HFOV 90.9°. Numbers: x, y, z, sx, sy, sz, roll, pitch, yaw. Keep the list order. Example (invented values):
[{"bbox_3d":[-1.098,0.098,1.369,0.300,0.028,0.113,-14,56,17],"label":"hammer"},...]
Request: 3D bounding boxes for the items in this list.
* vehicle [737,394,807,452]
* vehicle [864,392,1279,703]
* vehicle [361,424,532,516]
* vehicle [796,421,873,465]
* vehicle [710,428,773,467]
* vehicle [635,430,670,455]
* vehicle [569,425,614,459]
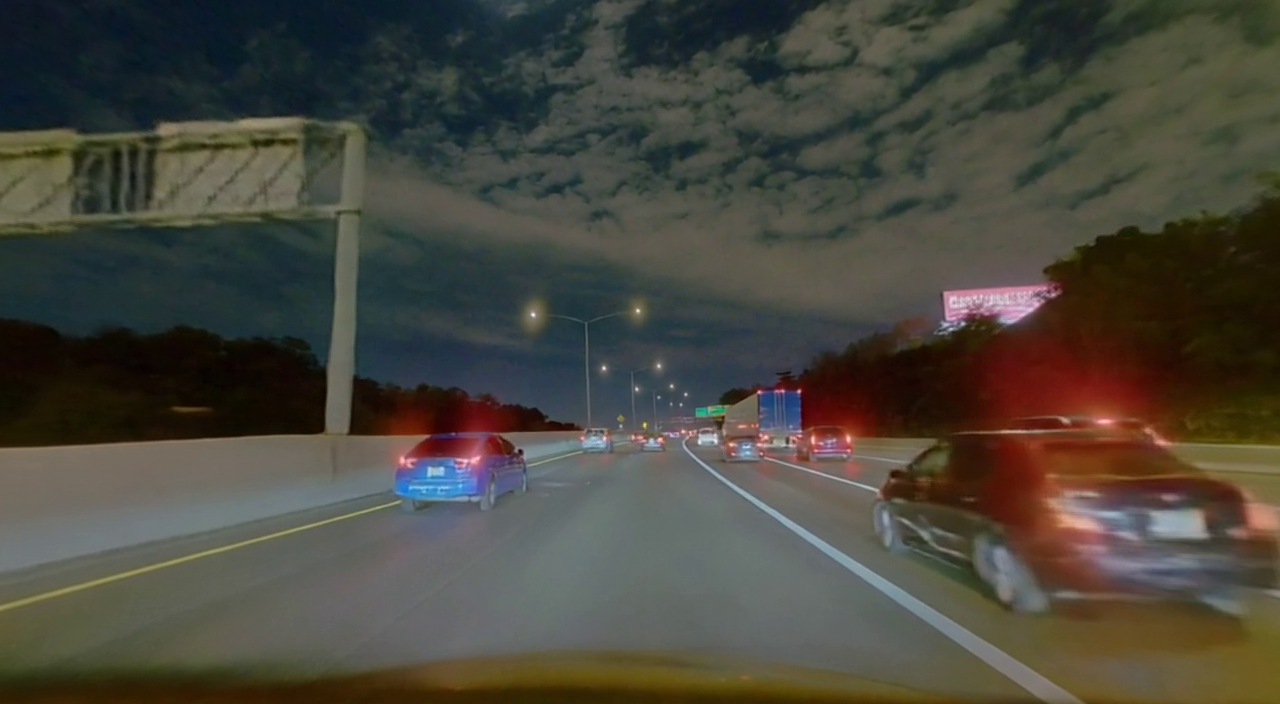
[{"bbox_3d":[9.673,5.627,48.224,3.007,3.725,13.835,-1,-8,3],"label":"vehicle"},{"bbox_3d":[3.461,1.217,4.915,1.933,1.492,4.125,-1,-8,1],"label":"vehicle"},{"bbox_3d":[-3.542,2.243,12.531,1.914,1.476,4.416,-1,-8,1],"label":"vehicle"},{"bbox_3d":[8.553,4.078,28.196,2.072,1.761,4.461,-1,-8,1],"label":"vehicle"},{"bbox_3d":[4.241,4.069,27.002,1.933,1.503,4.520,0,-8,0],"label":"vehicle"},{"bbox_3d":[0.755,5.614,38.994,2.040,1.461,3.984,-1,-8,1],"label":"vehicle"},{"bbox_3d":[-2.613,4.967,34.824,2.006,1.741,4.277,-1,-8,2],"label":"vehicle"}]
